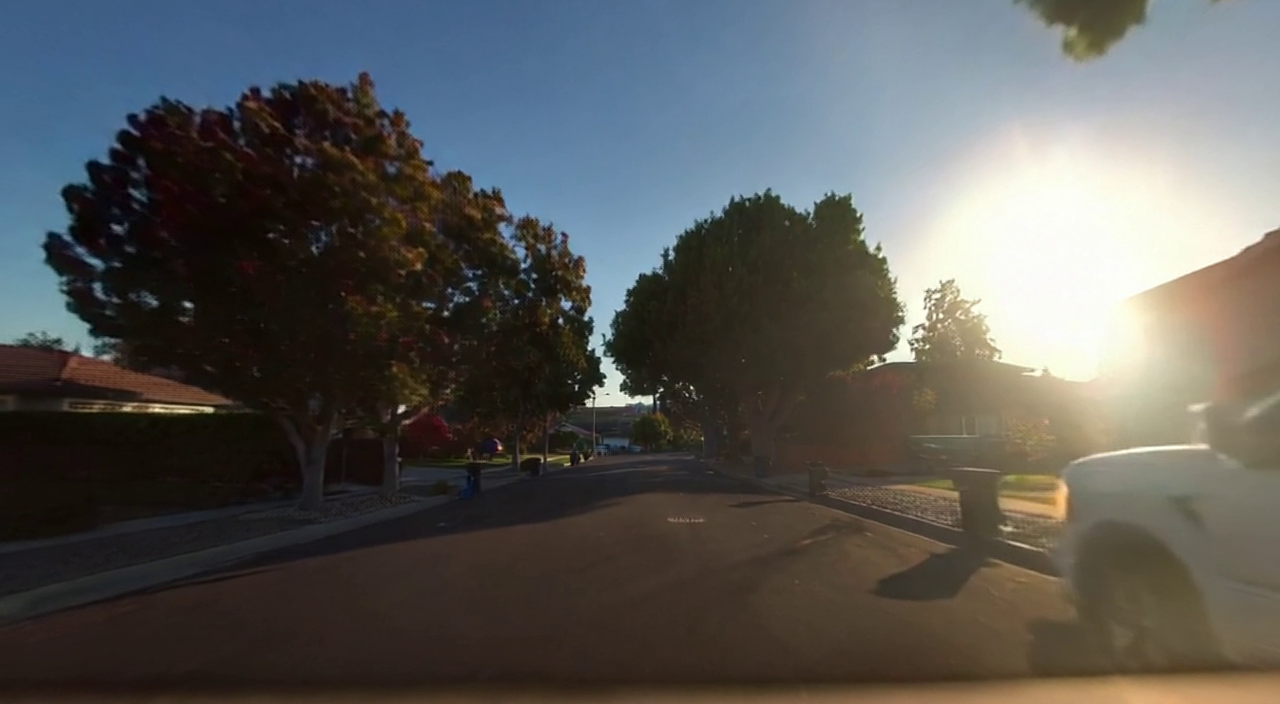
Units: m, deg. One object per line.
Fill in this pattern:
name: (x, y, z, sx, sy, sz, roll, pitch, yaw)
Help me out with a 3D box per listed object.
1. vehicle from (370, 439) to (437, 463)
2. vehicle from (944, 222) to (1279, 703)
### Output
vehicle: (-18.563, 7.794, 49.748, 4.359, 1.789, 2.123, 0, -10, 1)
vehicle: (3.714, 0.450, 1.042, 2.789, 2.206, 7.420, 0, -9, 1)
